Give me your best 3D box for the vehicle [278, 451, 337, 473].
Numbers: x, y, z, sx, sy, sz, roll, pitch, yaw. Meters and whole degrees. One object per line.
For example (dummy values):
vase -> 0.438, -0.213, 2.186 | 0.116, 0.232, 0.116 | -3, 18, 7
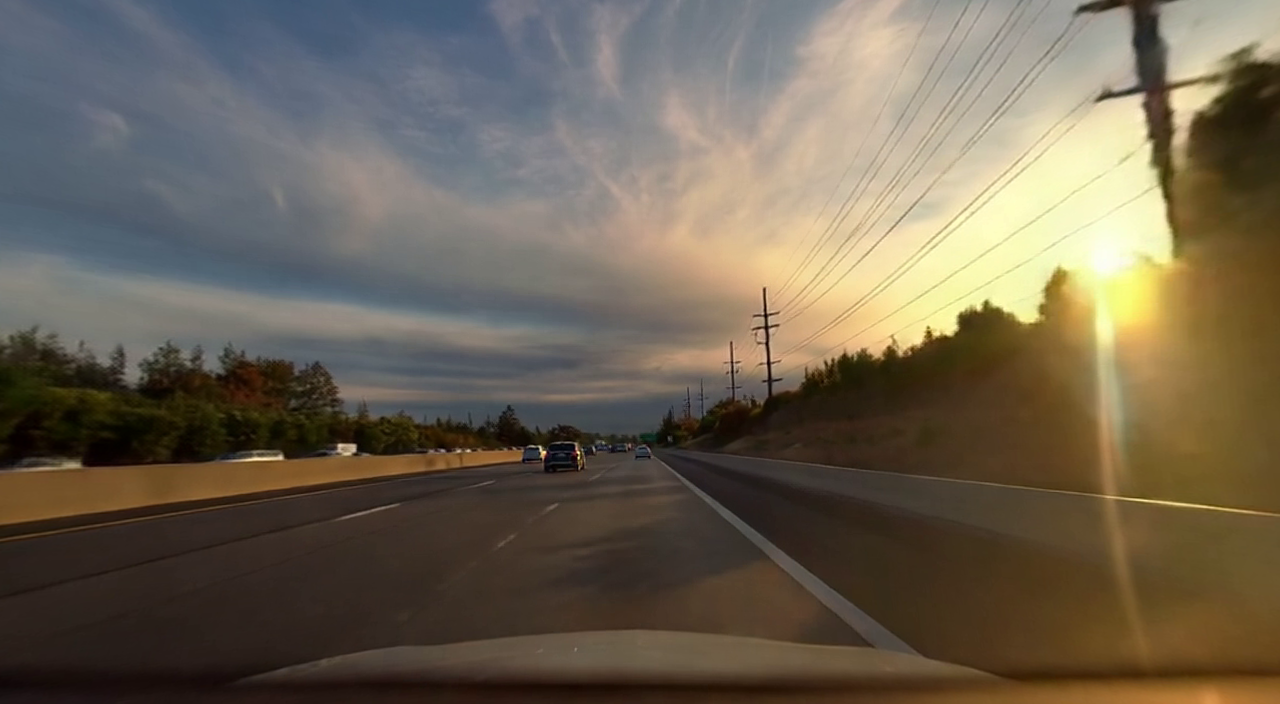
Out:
vehicle -> -24.458, 8.103, 46.514 | 1.841, 1.514, 4.484 | 0, -9, 0

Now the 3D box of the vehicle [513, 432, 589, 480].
vehicle -> -3.828, 4.625, 28.196 | 2.577, 1.939, 5.408 | 0, -9, 1

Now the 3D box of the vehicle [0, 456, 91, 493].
vehicle -> -28.620, 5.642, 29.347 | 1.901, 1.511, 4.551 | 0, -9, 0

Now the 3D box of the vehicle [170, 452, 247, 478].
vehicle -> -28.495, 7.462, 41.771 | 1.886, 1.594, 4.530 | 0, -9, 0
